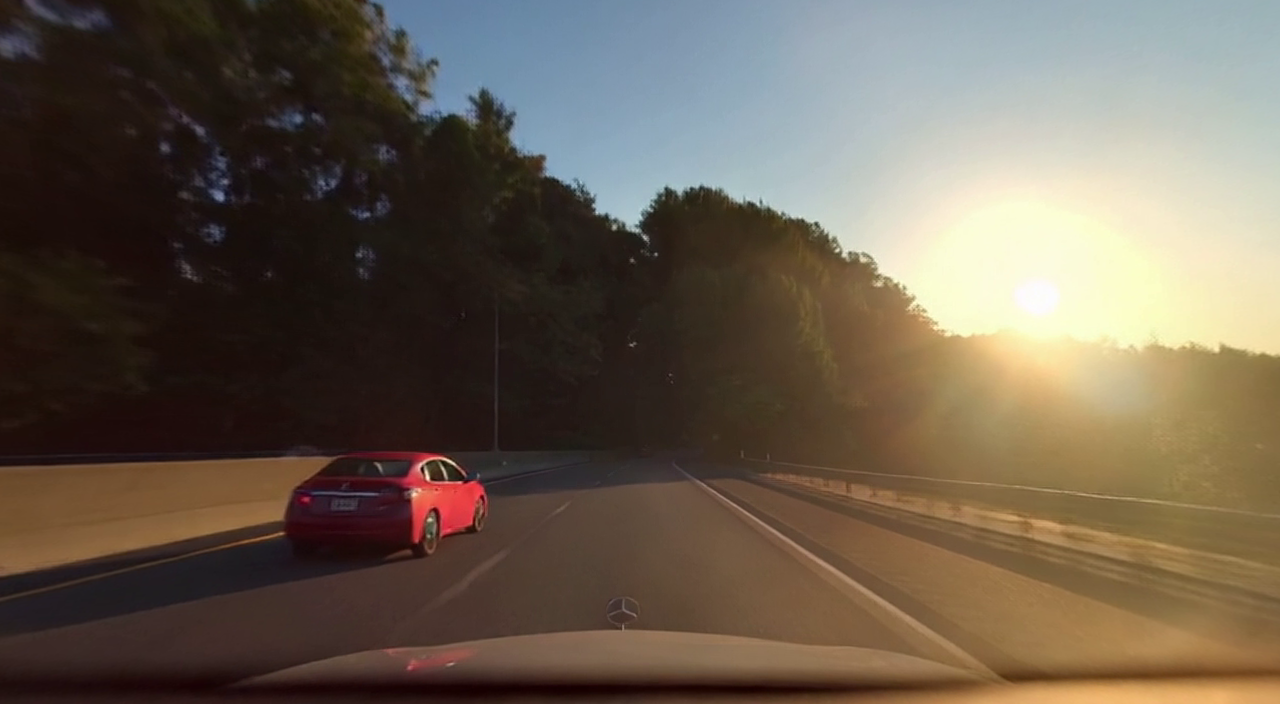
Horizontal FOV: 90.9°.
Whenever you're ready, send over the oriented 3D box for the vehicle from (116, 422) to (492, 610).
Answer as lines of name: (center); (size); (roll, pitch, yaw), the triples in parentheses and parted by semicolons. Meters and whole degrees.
vehicle: (-3.187, 1.633, 7.172); (1.934, 1.486, 4.115); (0, -9, 1)
